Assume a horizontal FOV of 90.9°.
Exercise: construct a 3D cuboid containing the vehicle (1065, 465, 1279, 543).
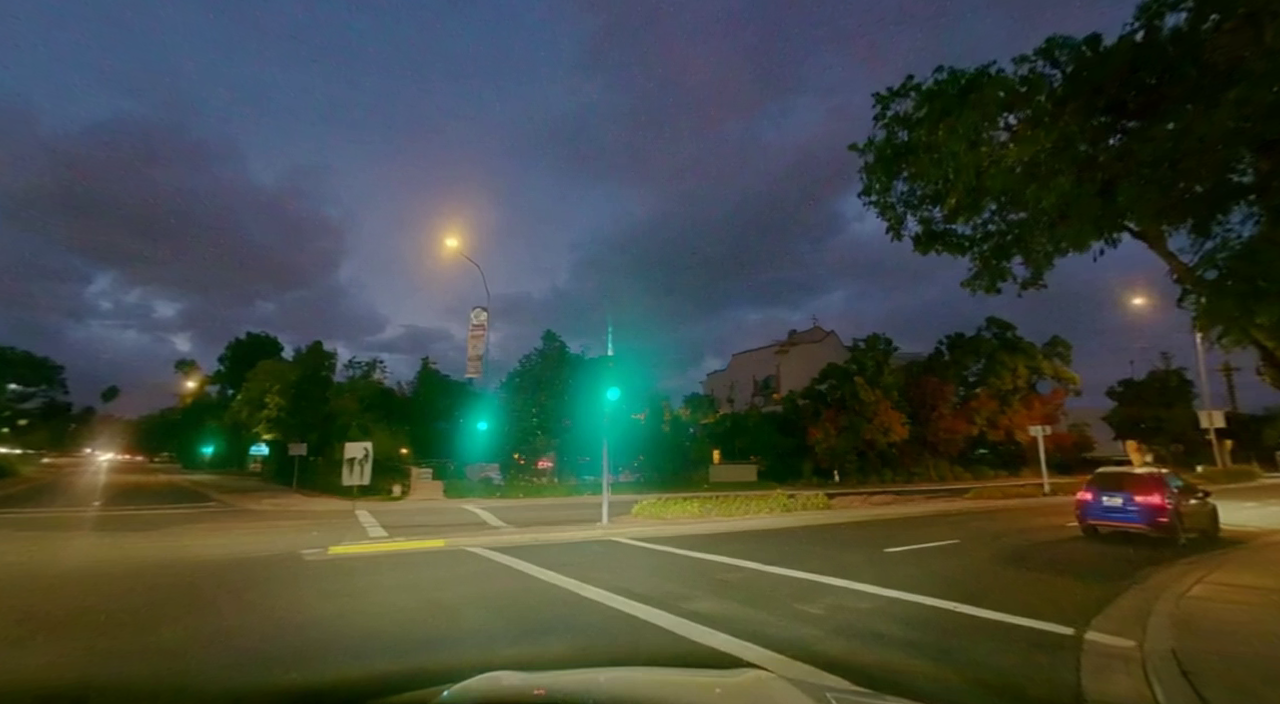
[{"bbox_3d":[10.940,2.930,12.604,5.282,1.250,1.972,7,-12,-32],"label":"vehicle"}]
